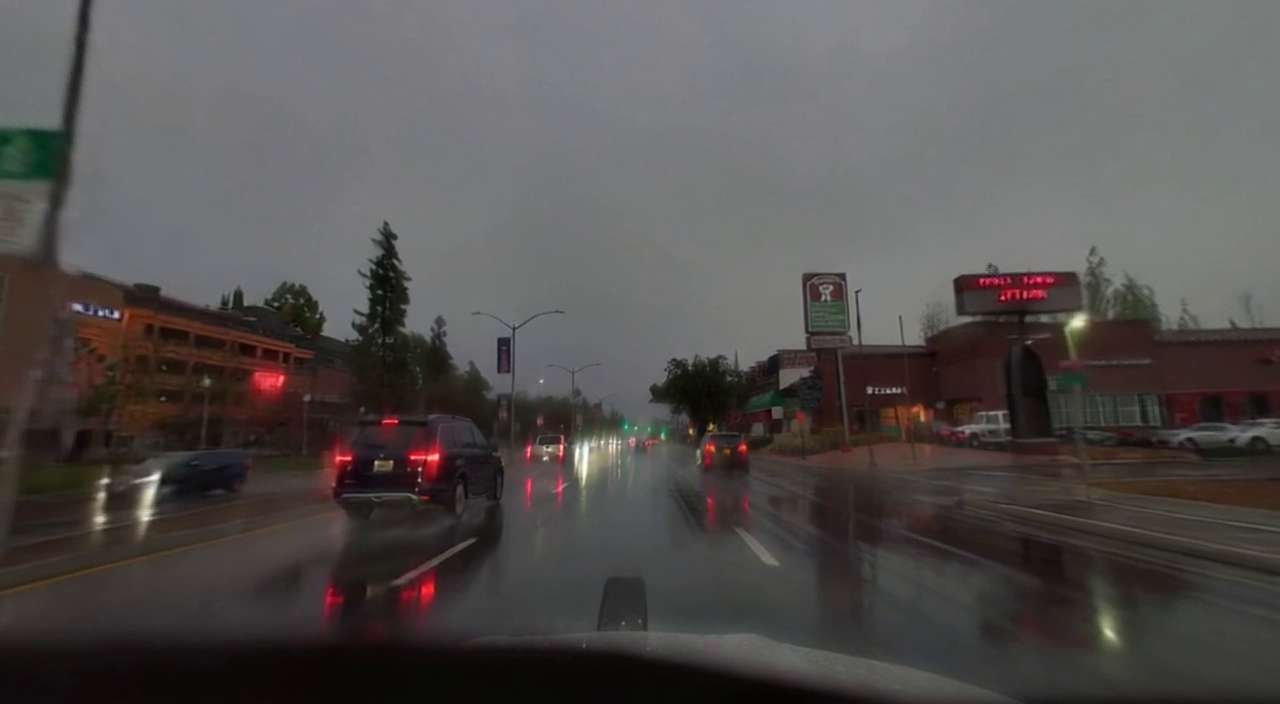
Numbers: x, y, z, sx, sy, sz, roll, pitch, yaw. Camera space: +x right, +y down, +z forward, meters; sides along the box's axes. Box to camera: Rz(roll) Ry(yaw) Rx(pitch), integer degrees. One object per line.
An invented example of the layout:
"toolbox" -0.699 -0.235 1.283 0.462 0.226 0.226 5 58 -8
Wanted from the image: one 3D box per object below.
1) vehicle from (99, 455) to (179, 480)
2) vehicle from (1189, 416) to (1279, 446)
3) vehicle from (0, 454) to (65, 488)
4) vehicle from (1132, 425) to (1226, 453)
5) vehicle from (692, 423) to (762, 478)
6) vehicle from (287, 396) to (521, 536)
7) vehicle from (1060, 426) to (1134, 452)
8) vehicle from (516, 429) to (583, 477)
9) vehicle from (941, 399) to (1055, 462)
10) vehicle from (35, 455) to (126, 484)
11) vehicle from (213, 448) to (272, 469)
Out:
"vehicle" -30.929 7.117 38.873 3.686 1.382 1.629 6 -10 -36
"vehicle" 33.595 4.497 35.379 1.776 1.565 3.870 0 -9 1
"vehicle" -31.361 5.940 31.403 3.631 1.578 1.612 6 -10 -38
"vehicle" 30.848 5.022 36.100 1.735 1.478 4.040 0 -8 -2
"vehicle" 3.257 3.799 24.448 2.024 1.921 4.431 0 -8 -1
"vehicle" -3.735 1.922 11.183 2.210 1.925 4.838 0 -8 1
"vehicle" 30.364 5.810 41.838 1.830 1.651 3.967 0 -8 -1
"vehicle" -3.606 4.090 25.786 2.014 1.775 4.404 0 -8 1
"vehicle" 21.999 4.951 39.146 2.758 3.509 7.034 0 -8 -1
"vehicle" -31.042 6.478 34.901 3.607 1.428 1.639 7 -11 -41
"vehicle" -29.856 8.015 47.283 3.617 1.442 1.608 4 -9 -29
